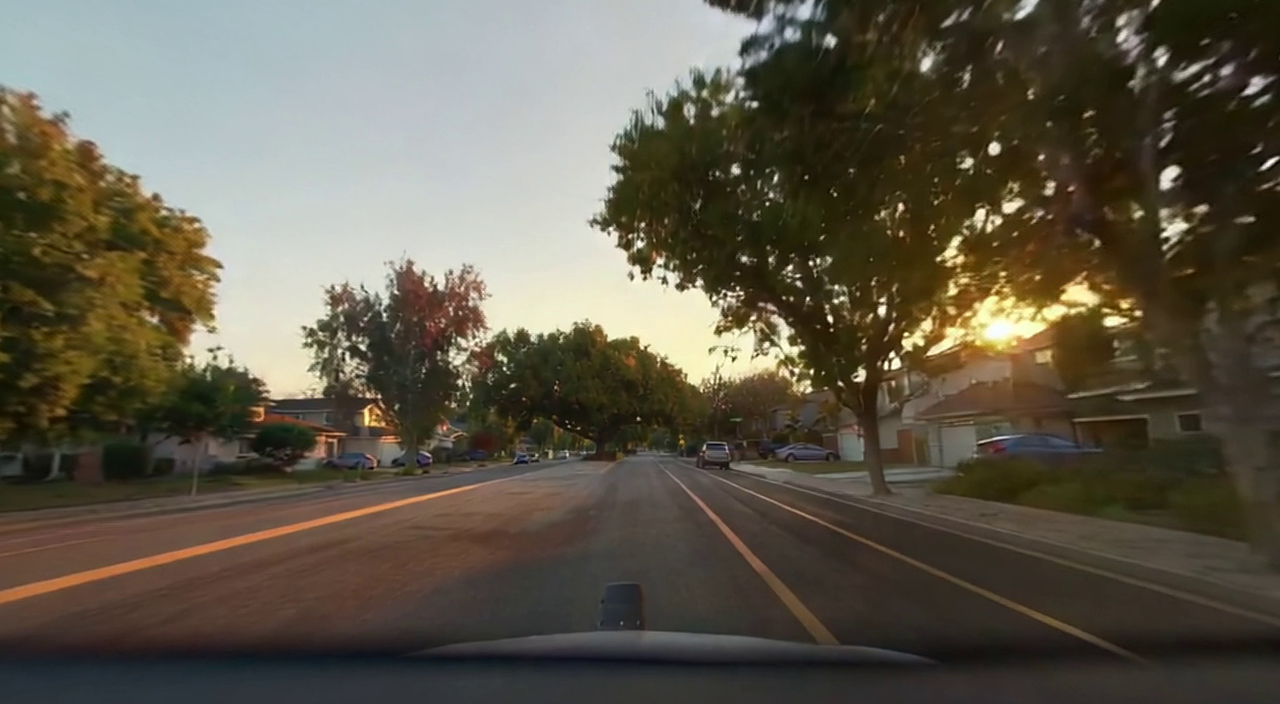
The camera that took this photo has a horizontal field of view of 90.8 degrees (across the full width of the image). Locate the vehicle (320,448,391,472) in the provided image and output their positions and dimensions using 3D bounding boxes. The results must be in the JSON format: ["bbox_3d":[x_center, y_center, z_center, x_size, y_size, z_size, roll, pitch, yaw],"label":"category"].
[{"bbox_3d":[-21.067,8.000,46.907,4.272,1.688,1.990,0,-8,-2],"label":"vehicle"}]

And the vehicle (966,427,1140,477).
[{"bbox_3d":[13.940,3.386,21.517,4.570,1.502,1.877,-1,-7,-1],"label":"vehicle"}]

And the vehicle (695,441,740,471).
[{"bbox_3d":[4.882,6.632,40.661,2.196,1.801,4.778,0,-8,-1],"label":"vehicle"}]

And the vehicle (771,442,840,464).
[{"bbox_3d":[12.106,7.428,46.437,4.577,1.490,1.903,0,-7,0],"label":"vehicle"}]
